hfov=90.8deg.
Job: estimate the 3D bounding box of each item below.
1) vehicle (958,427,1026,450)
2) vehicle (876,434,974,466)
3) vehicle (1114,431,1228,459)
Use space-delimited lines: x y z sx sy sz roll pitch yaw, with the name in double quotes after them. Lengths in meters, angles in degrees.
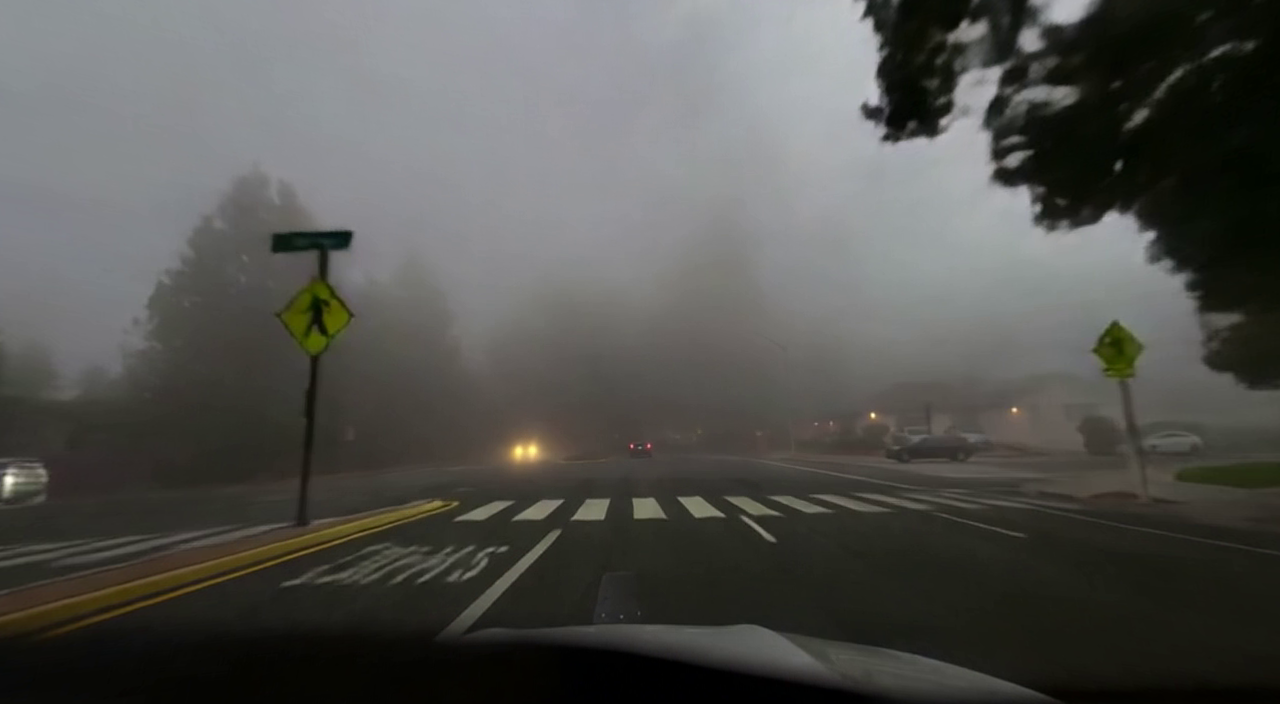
24.338 6.000 43.859 1.982 1.503 4.572 0 -8 -2 "vehicle"
15.719 5.435 35.155 4.696 1.651 2.218 -3 -9 20 "vehicle"
29.807 5.226 35.566 4.593 1.479 2.033 0 -9 0 "vehicle"
